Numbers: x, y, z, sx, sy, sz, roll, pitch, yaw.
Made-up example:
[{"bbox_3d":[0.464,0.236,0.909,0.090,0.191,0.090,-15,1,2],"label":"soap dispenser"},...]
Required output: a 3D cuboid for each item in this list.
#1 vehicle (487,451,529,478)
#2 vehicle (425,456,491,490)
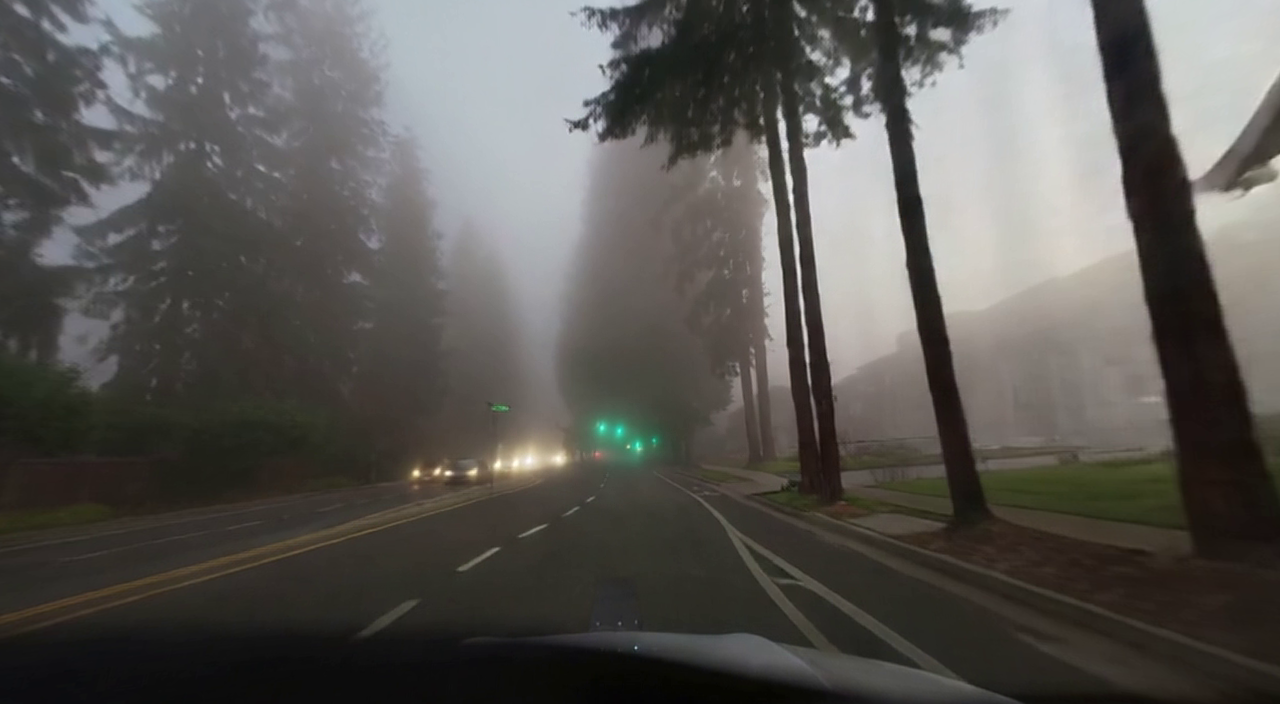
[{"bbox_3d":[-9.550,8.172,45.896,2.057,1.805,4.933,0,-9,0],"label":"vehicle"},{"bbox_3d":[-8.880,5.911,31.088,2.050,1.486,4.512,0,-8,-2],"label":"vehicle"}]
